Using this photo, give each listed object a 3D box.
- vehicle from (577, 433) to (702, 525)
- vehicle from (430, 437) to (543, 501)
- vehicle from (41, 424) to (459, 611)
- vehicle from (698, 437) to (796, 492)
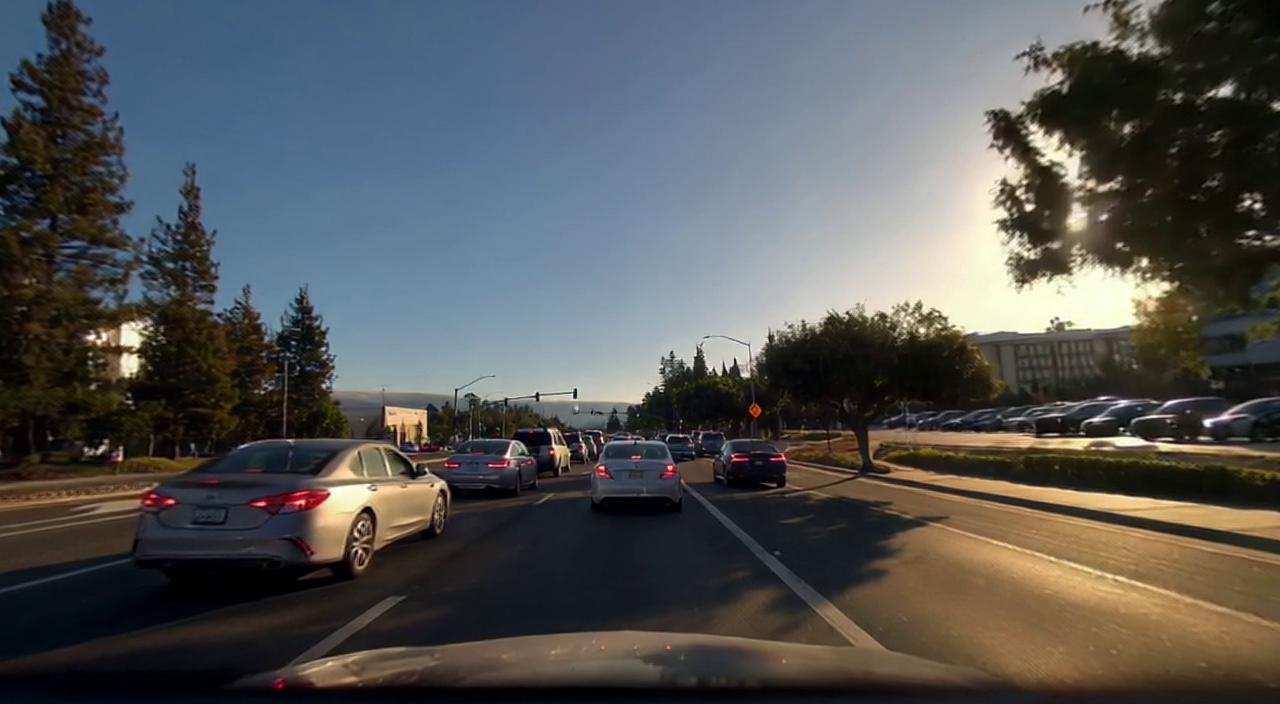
[{"bbox_3d":[-0.086,2.352,12.283,2.007,1.467,4.059,0,-8,-2],"label":"vehicle"},{"bbox_3d":[-3.883,3.031,16.813,1.985,1.467,4.224,0,-8,0],"label":"vehicle"},{"bbox_3d":[-3.749,1.646,7.278,2.052,1.475,4.341,0,-8,0],"label":"vehicle"},{"bbox_3d":[3.054,3.315,19.047,1.978,1.452,4.381,0,-8,-3],"label":"vehicle"}]
